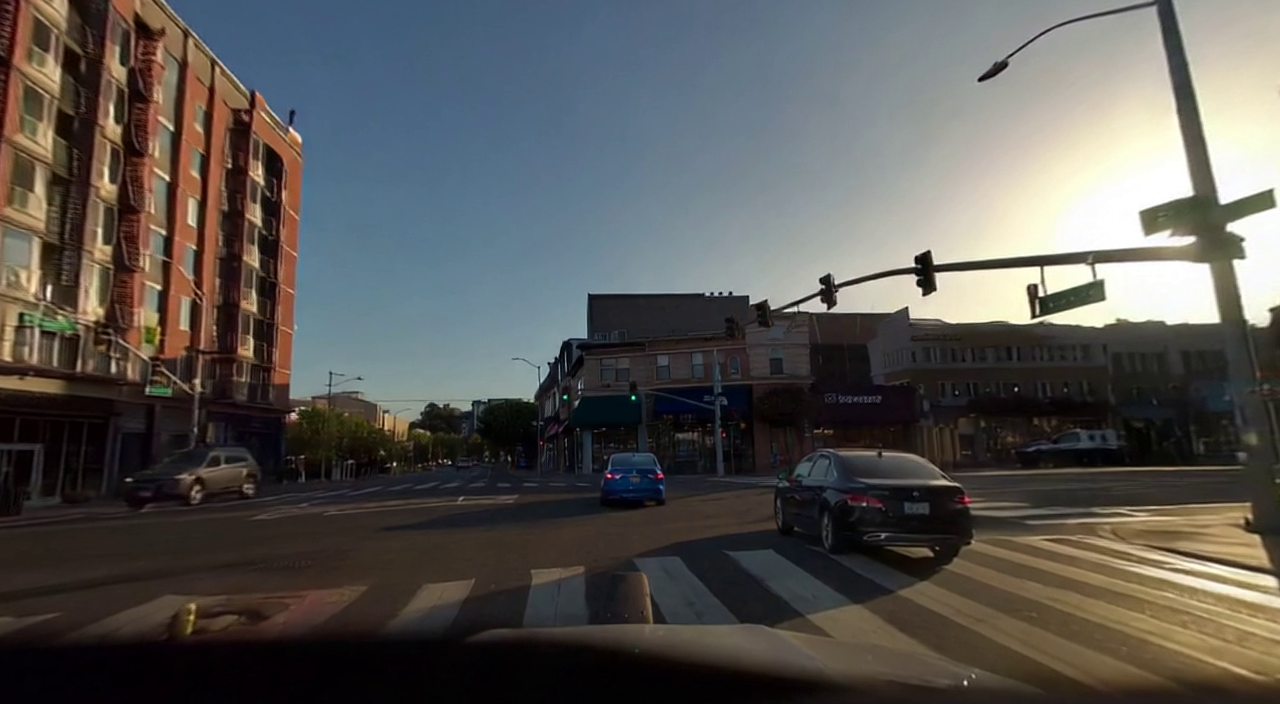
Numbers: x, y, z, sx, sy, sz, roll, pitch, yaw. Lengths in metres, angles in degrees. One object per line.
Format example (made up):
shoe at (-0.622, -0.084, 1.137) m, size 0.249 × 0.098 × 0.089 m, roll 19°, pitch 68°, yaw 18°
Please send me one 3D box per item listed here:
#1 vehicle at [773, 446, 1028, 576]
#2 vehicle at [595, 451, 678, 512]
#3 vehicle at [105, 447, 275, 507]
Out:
vehicle at (3.354, 2.084, 9.140) m, size 1.860 × 1.430 × 4.089 m, roll 0°, pitch -8°, yaw -2°
vehicle at (-0.092, 3.602, 18.039) m, size 2.094 × 1.481 × 4.078 m, roll 0°, pitch -8°, yaw 0°
vehicle at (-15.141, 4.181, 21.666) m, size 2.126 × 1.782 × 4.880 m, roll 0°, pitch -8°, yaw 2°
